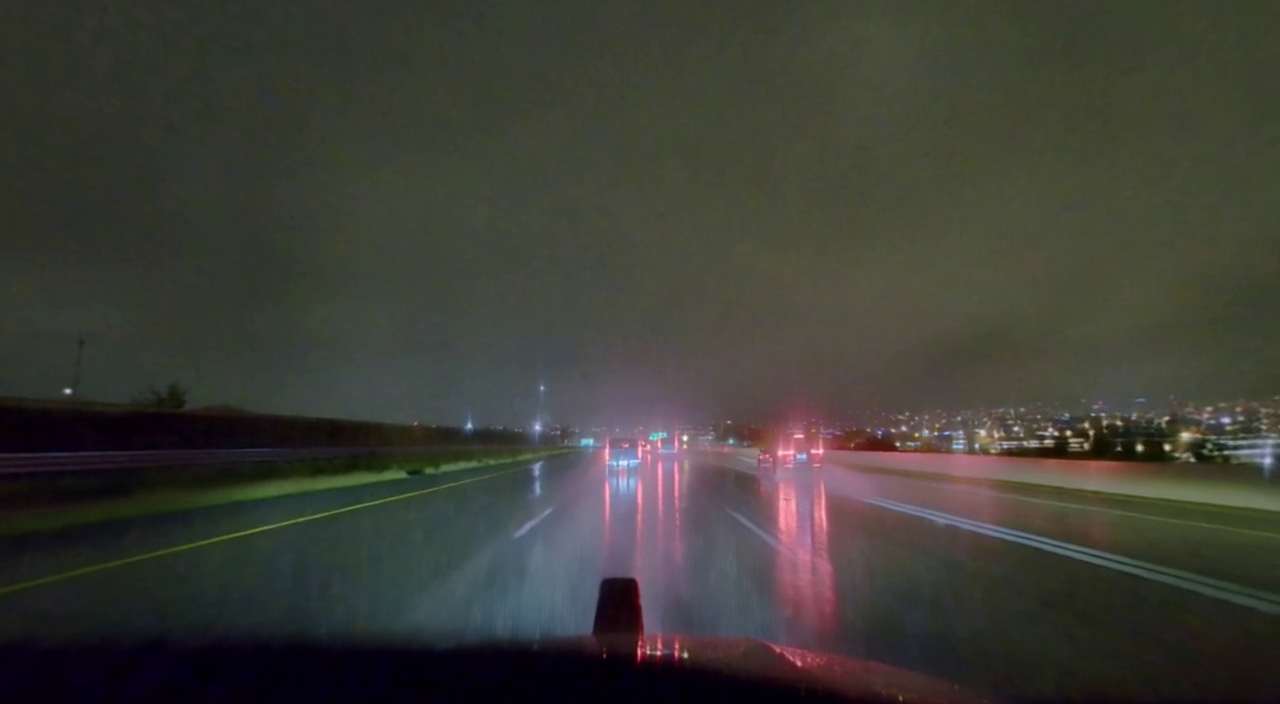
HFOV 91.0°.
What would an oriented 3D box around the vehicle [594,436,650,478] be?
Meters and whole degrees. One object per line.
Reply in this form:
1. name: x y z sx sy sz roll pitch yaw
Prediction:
1. vehicle: -0.701 4.328 26.132 2.147 1.576 3.964 0 -8 0
